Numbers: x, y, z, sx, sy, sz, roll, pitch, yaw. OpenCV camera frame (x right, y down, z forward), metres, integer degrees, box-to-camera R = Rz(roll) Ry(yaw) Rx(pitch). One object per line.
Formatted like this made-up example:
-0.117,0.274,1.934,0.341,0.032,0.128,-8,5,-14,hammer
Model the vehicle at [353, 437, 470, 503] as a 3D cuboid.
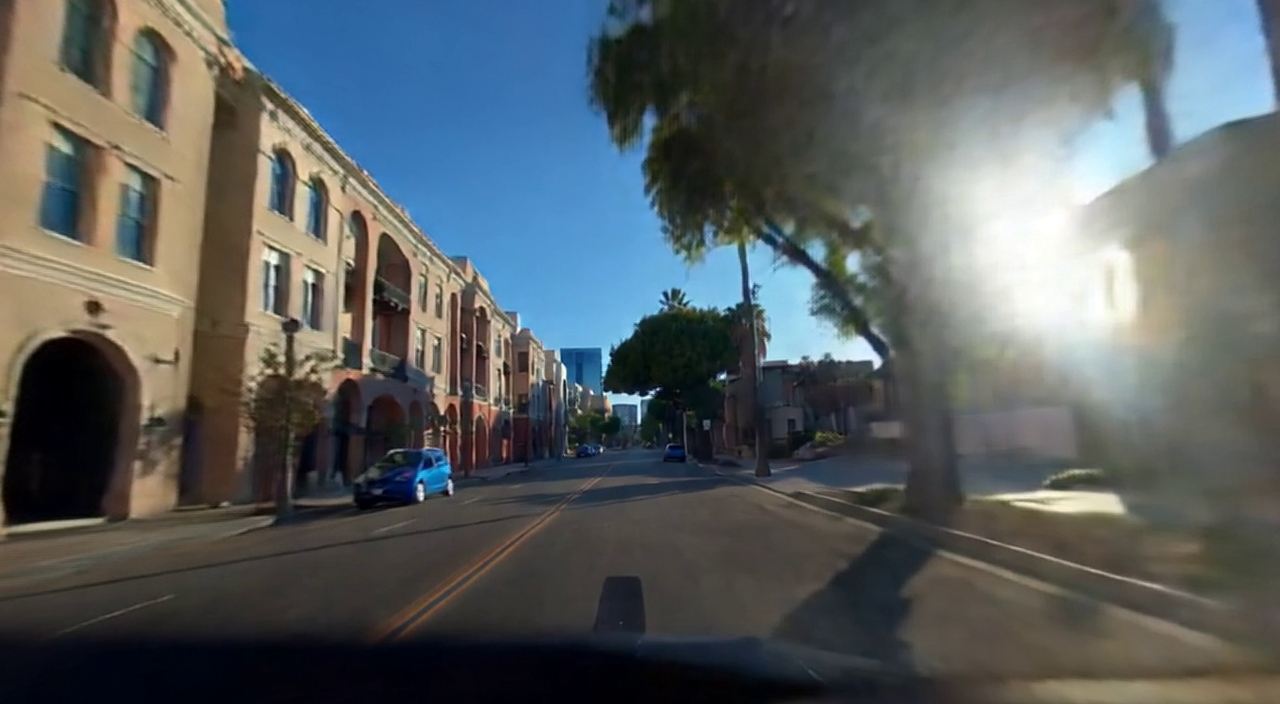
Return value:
-6.675,3.500,18.994,1.946,1.640,4.430,-3,-9,-1,vehicle
